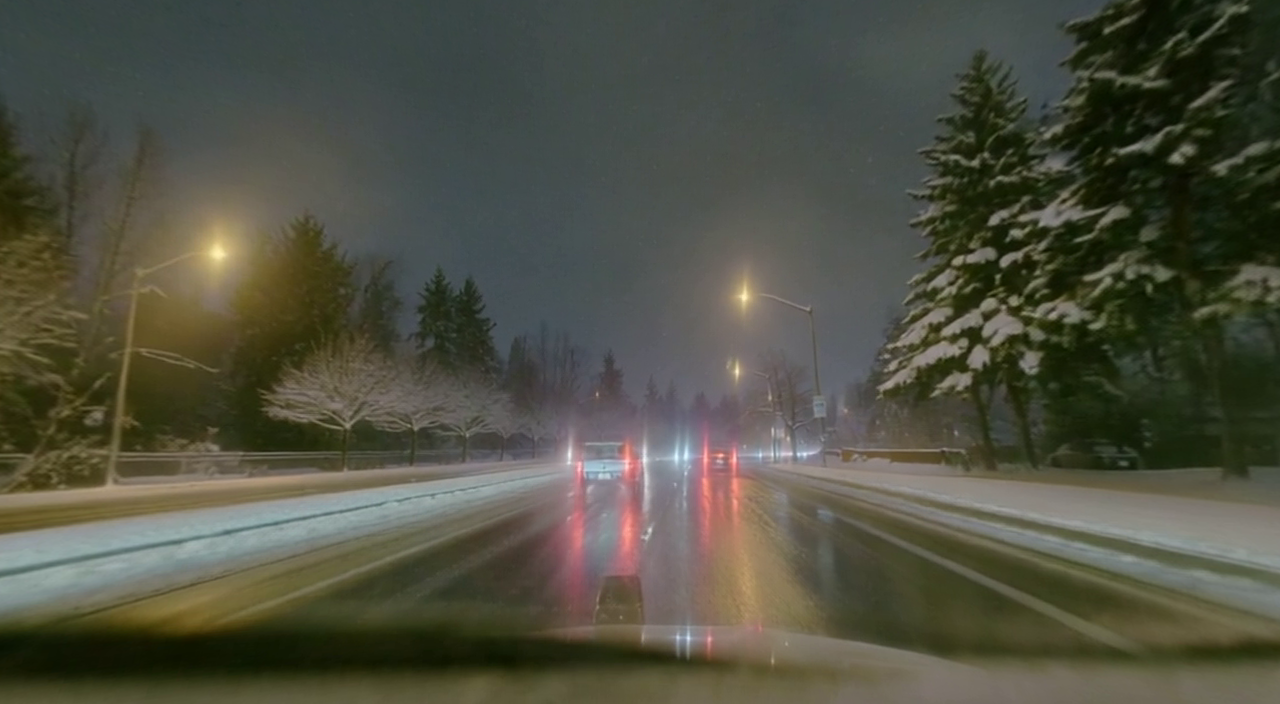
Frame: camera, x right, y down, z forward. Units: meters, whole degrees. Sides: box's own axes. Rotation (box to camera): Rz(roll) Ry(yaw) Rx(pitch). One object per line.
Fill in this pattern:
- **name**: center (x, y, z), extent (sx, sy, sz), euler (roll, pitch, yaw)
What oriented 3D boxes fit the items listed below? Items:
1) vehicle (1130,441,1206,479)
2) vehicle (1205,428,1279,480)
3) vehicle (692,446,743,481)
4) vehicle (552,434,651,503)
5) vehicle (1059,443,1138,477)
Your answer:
- **vehicle**: center (23.442, 4.750, 27.984), extent (2.039, 1.440, 4.655), euler (-13, -14, 43)
- **vehicle**: center (24.852, 4.168, 25.806), extent (2.122, 1.848, 4.881), euler (-14, -15, 43)
- **vehicle**: center (3.541, 5.123, 29.312), extent (2.147, 1.474, 4.083), euler (-1, -9, 6)
- **vehicle**: center (-0.919, 3.257, 18.096), extent (2.105, 1.676, 4.541), euler (-1, -9, 6)
- **vehicle**: center (21.458, 4.996, 29.506), extent (4.404, 1.469, 1.947), euler (8, -11, -41)
